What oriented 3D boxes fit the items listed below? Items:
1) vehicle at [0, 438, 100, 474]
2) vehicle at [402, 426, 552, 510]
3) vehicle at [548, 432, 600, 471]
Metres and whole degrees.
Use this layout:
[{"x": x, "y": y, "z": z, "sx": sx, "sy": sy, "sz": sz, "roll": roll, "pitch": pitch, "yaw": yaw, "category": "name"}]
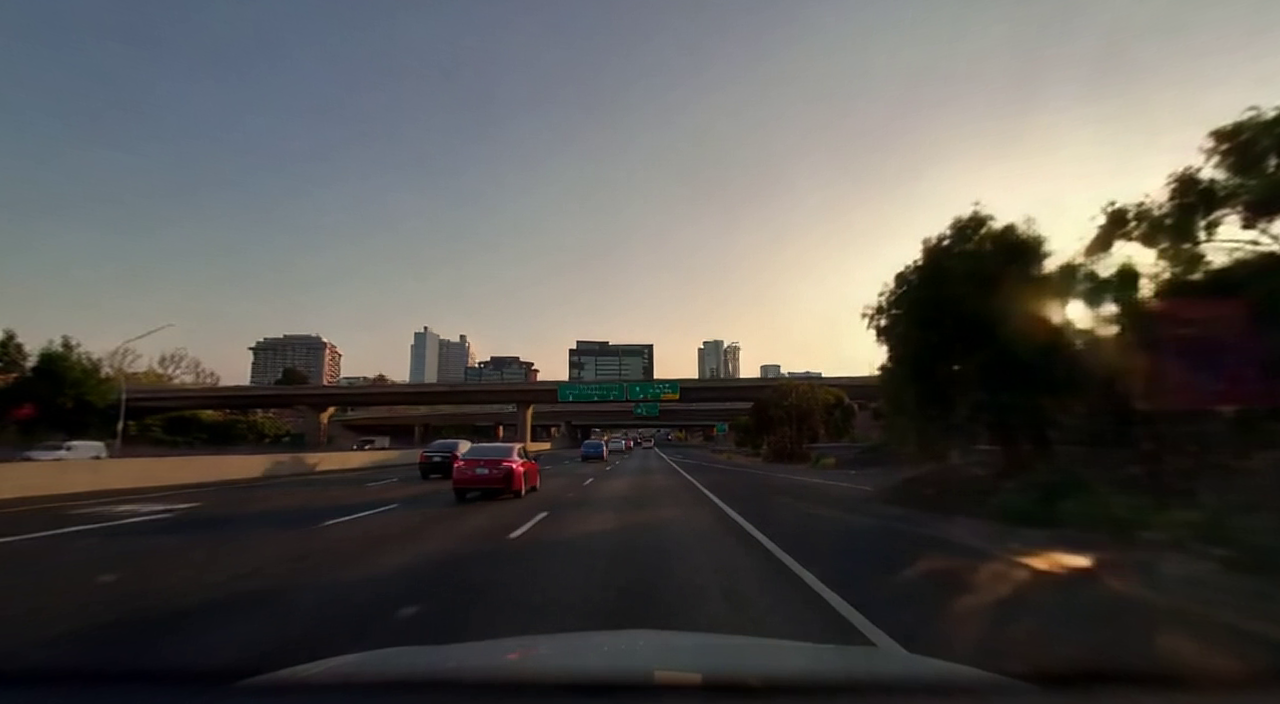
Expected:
[{"x": -25.032, "y": 4.372, "z": 26.592, "sx": 1.497, "sy": 1.395, "sz": 3.408, "roll": 0, "pitch": -8, "yaw": -1, "category": "vehicle"}, {"x": -3.539, "y": 2.627, "z": 14.767, "sx": 2.210, "sy": 1.628, "sz": 4.586, "roll": 0, "pitch": -8, "yaw": 1, "category": "vehicle"}, {"x": -3.272, "y": 5.014, "z": 32.040, "sx": 2.080, "sy": 1.811, "sz": 4.644, "roll": 0, "pitch": -8, "yaw": 1, "category": "vehicle"}]
